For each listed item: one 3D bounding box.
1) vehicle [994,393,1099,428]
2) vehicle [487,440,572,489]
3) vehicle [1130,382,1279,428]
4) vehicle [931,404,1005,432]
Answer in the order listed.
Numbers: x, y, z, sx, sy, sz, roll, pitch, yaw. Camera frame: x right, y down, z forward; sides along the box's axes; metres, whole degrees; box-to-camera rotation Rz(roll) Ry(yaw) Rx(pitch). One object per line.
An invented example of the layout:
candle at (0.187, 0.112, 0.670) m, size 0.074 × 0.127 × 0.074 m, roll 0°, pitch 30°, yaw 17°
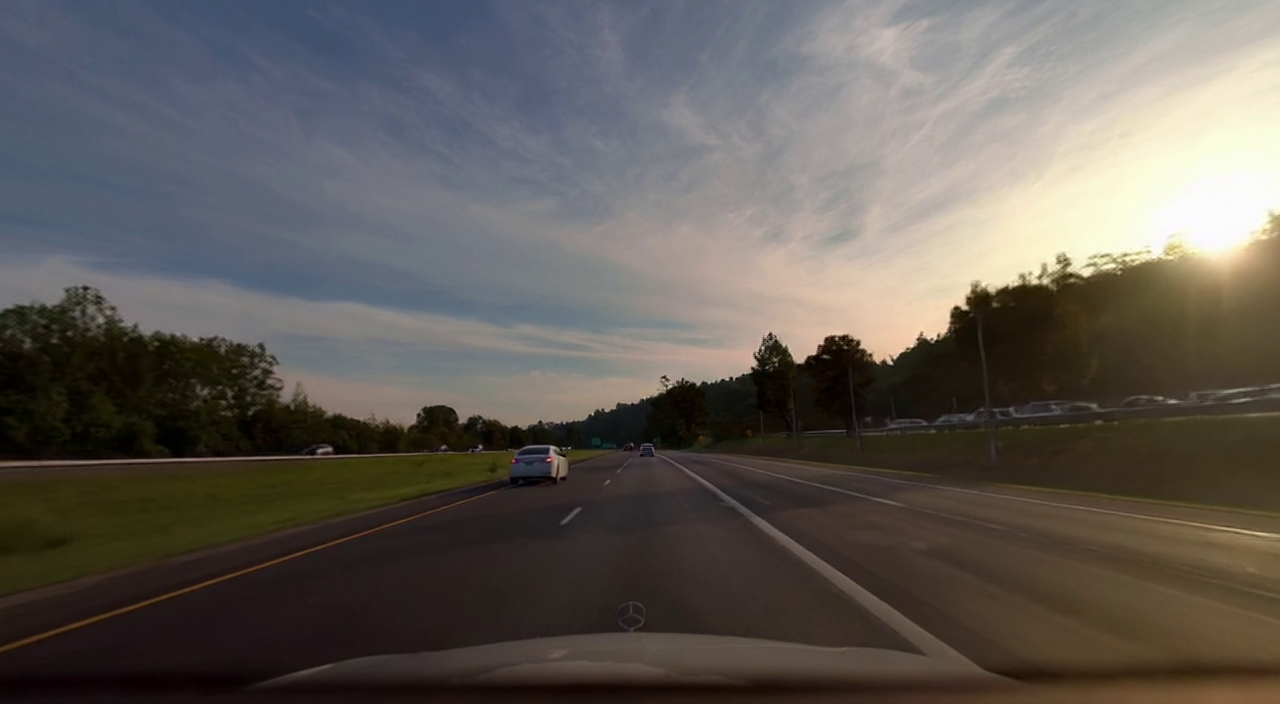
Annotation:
vehicle at (21.405, 3.159, 33.373) m, size 4.459 × 1.642 × 1.856 m, roll -5°, pitch -10°, yaw 30°
vehicle at (-3.661, 3.818, 21.811) m, size 2.021 × 1.526 × 4.385 m, roll 0°, pitch -8°, yaw 2°
vehicle at (20.511, 1.980, 22.897) m, size 4.100 × 1.427 × 1.794 m, roll -6°, pitch -10°, yaw 35°
vehicle at (22.155, 4.505, 42.684) m, size 4.214 × 1.476 × 1.936 m, roll -7°, pitch -14°, yaw 25°
